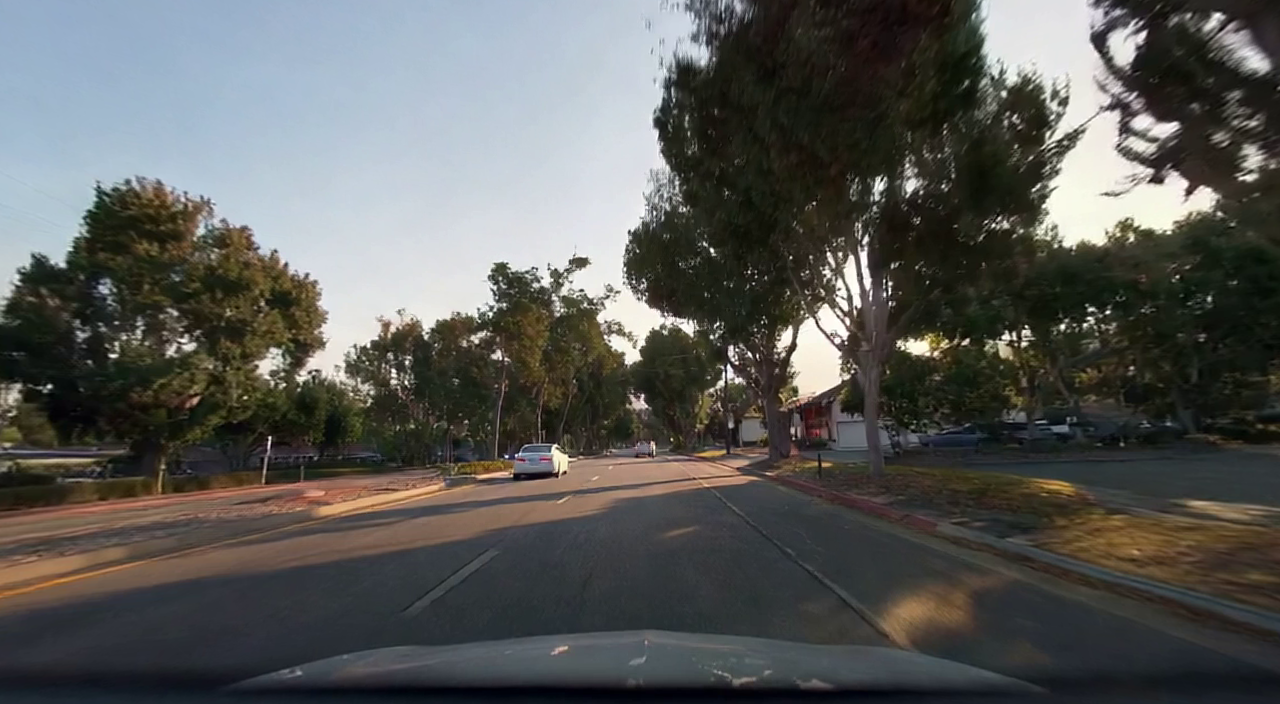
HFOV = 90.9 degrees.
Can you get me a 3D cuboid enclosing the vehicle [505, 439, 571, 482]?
[{"bbox_3d":[-4.140,4.487,26.333,1.914,1.630,4.351,0,-8,1],"label":"vehicle"}]
